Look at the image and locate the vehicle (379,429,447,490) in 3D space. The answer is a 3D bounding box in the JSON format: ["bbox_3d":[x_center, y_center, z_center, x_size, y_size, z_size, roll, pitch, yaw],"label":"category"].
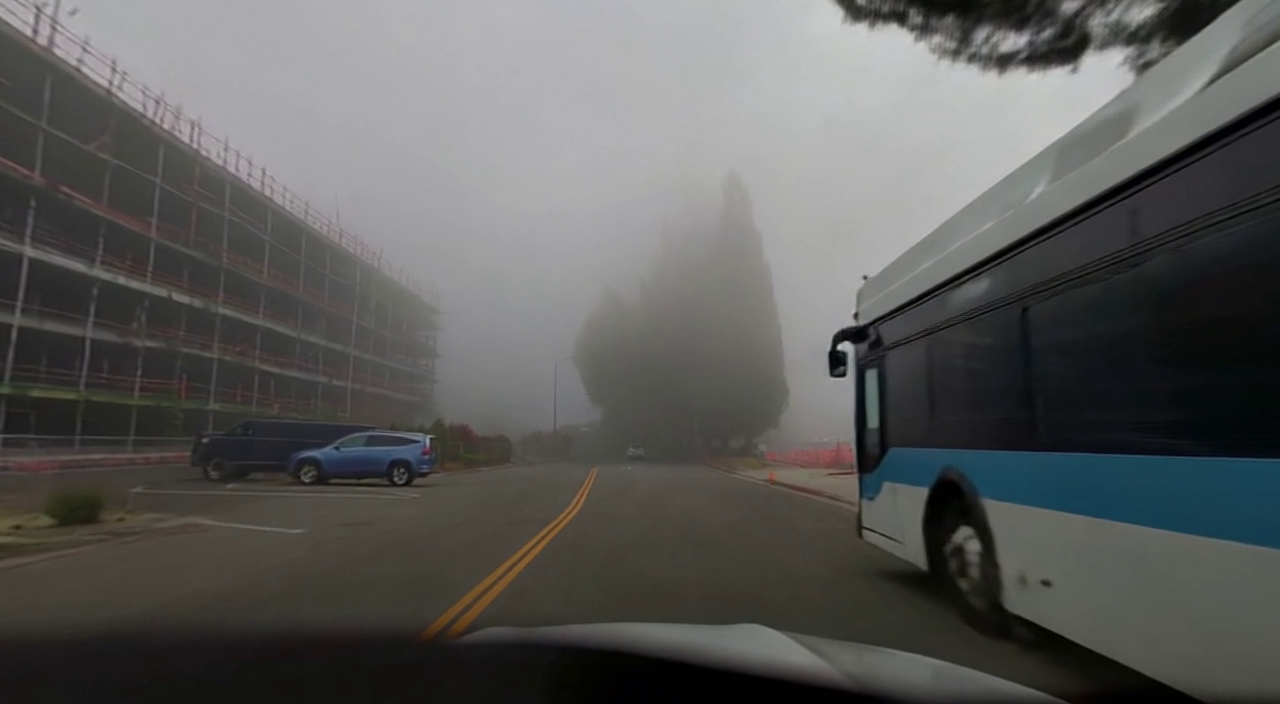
[{"bbox_3d":[-8.307,3.909,23.295,1.515,2.074,2.668,0,-8,-1],"label":"vehicle"}]

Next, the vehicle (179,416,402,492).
[{"bbox_3d":[-13.723,4.111,25.501,7.067,2.785,2.980,2,-9,-9],"label":"vehicle"}]

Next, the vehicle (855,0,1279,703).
[{"bbox_3d":[3.830,-0.204,1.079,3.040,3.424,12.508,0,-9,2],"label":"vehicle"}]
